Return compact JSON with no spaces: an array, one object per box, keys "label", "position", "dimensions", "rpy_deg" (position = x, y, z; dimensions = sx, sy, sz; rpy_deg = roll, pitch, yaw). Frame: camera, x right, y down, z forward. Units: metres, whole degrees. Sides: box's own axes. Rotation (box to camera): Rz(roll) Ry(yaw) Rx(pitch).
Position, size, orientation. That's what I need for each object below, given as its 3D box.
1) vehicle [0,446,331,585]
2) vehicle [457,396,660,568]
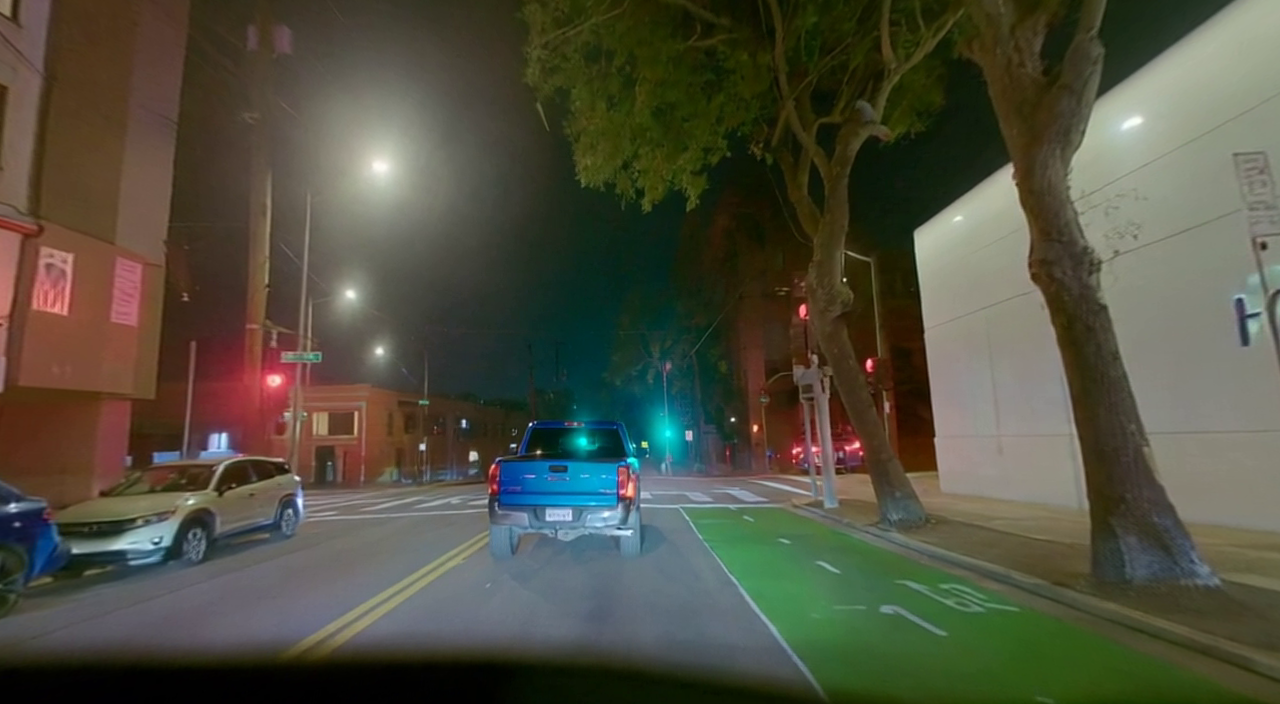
[{"label":"vehicle","position":[-7.441,2.480,10.686],"dimensions":[1.884,1.730,5.076],"rpy_deg":[0,-8,-1]},{"label":"vehicle","position":[-0.893,1.766,9.320],"dimensions":[2.215,1.882,4.611],"rpy_deg":[0,-8,0]}]
